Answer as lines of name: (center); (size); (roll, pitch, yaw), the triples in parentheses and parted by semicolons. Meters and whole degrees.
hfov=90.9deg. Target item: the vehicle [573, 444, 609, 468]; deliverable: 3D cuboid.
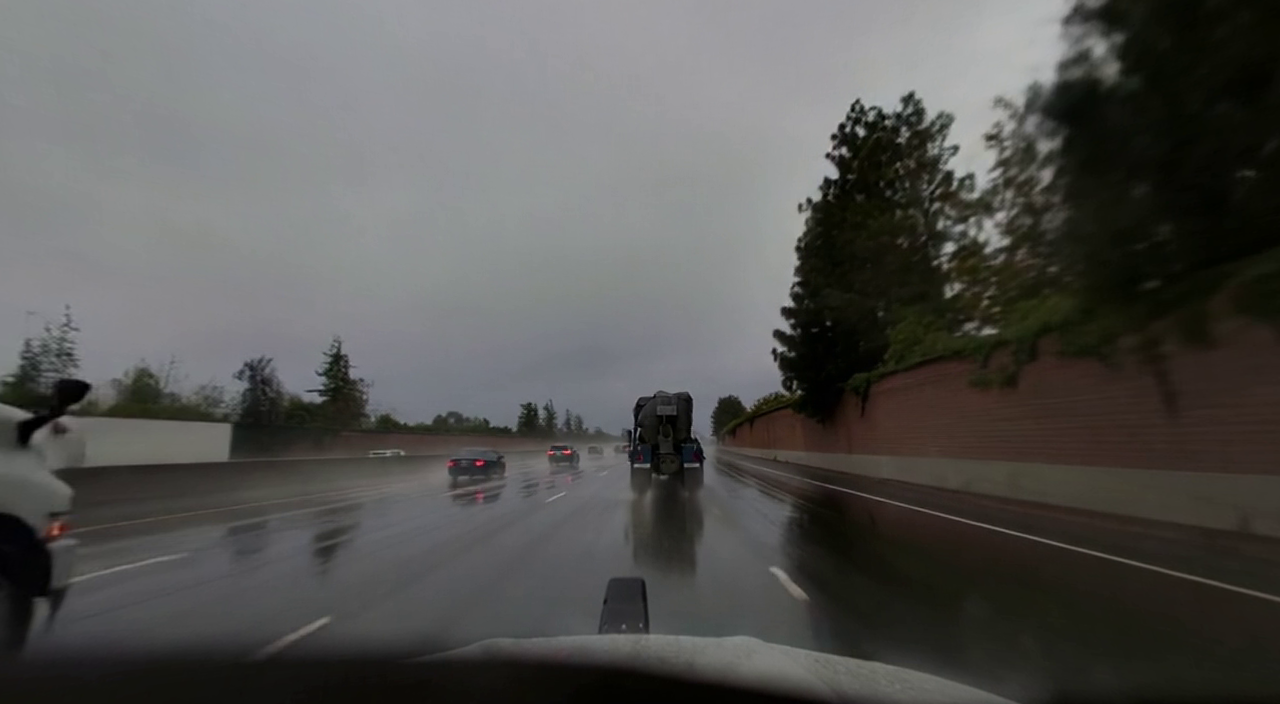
vehicle: (-3.302, 7.038, 42.950); (1.974, 1.475, 4.538); (0, -8, 1)

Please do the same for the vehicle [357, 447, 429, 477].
vehicle: (-12.940, 5.753, 33.328); (1.908, 1.473, 4.552); (0, -8, 1)

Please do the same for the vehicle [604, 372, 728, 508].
vehicle: (0.444, 2.592, 18.560); (2.798, 3.071, 8.412); (0, -8, -2)

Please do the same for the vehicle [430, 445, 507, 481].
vehicle: (-7.553, 4.911, 28.323); (2.006, 1.458, 4.700); (0, -8, 2)

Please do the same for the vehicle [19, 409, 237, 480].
vehicle: (-29.914, 5.590, 38.212); (2.724, 3.582, 12.661); (0, -8, -1)
